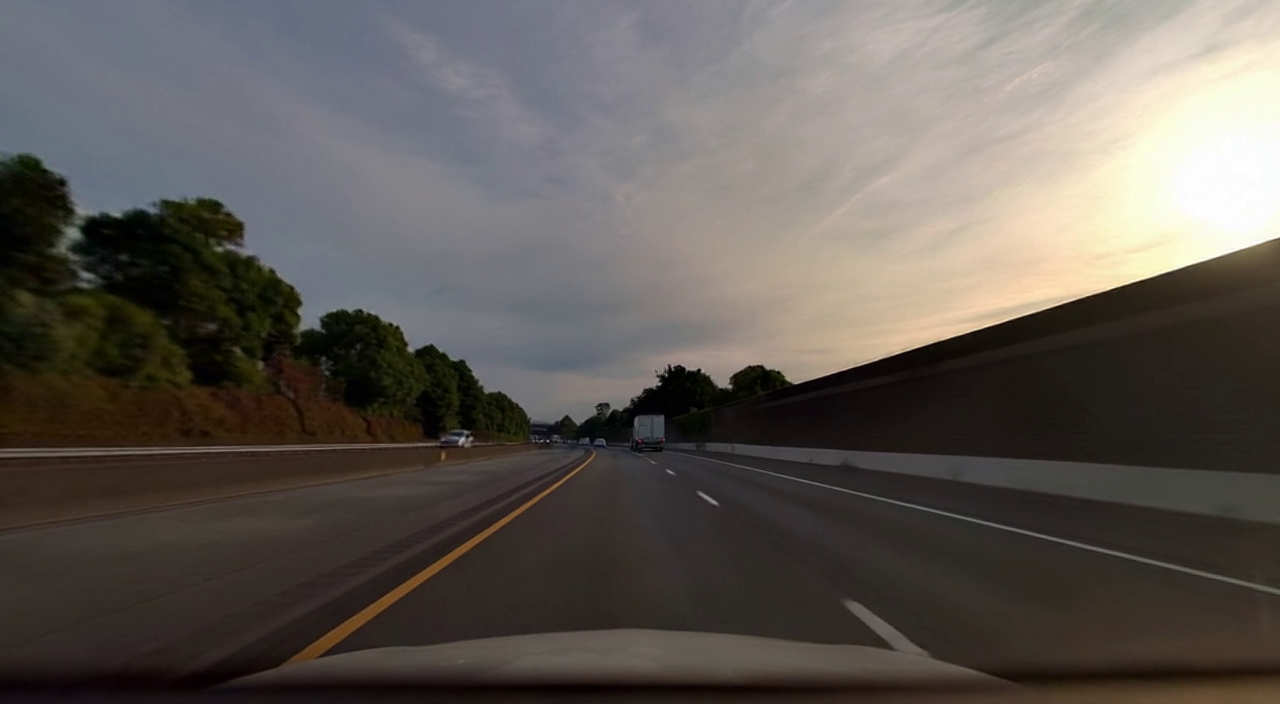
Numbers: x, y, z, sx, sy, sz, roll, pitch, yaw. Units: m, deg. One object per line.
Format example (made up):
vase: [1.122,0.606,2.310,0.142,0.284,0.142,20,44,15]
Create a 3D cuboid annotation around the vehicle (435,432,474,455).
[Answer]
vehicle: [-13.870,6.852,47.187,1.829,1.570,4.180,0,-8,-2]
